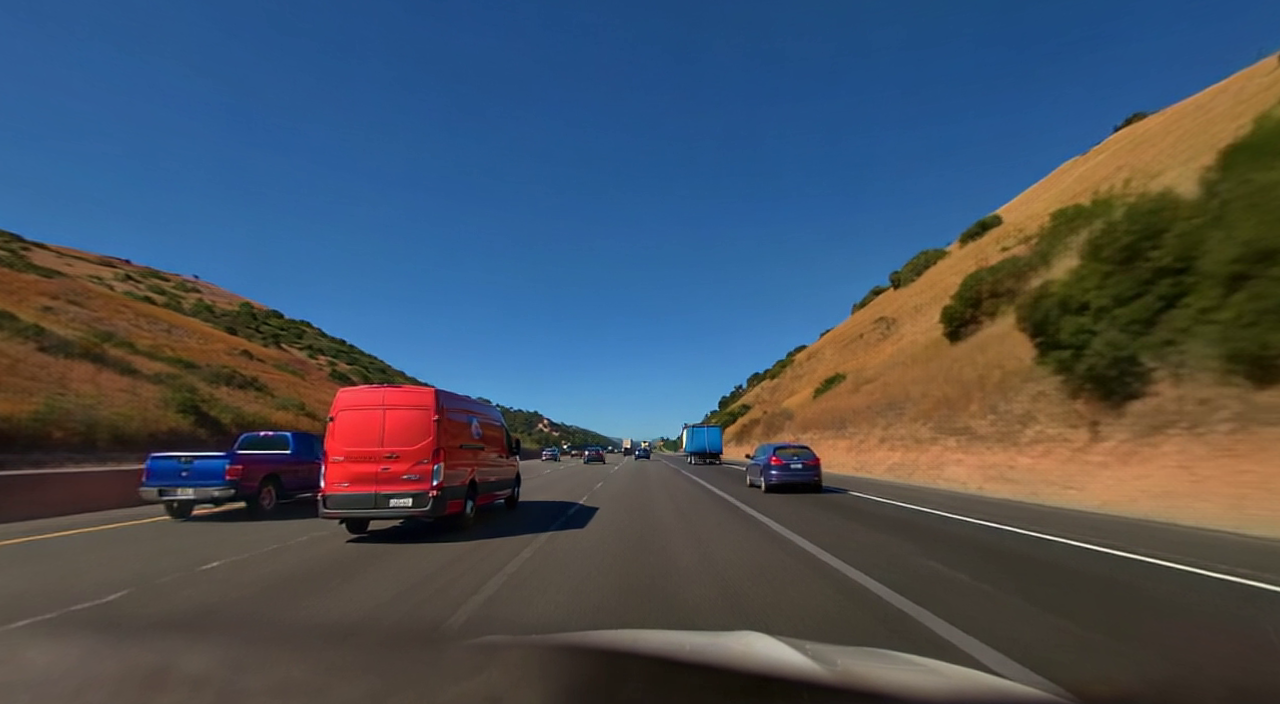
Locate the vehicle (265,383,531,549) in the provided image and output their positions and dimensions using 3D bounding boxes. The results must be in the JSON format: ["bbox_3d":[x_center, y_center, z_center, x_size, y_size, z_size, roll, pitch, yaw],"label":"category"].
[{"bbox_3d":[-3.739,1.960,11.359,2.421,2.203,5.775,0,-9,1],"label":"vehicle"}]

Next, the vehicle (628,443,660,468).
[{"bbox_3d":[0.242,6.755,41.346,2.014,1.543,3.804,0,-9,0],"label":"vehicle"}]

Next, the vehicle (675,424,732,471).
[{"bbox_3d":[3.974,6.280,41.322,2.877,2.730,7.831,0,-9,0],"label":"vehicle"}]

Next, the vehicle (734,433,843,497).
[{"bbox_3d":[4.043,3.167,17.943,2.051,1.598,4.145,0,-9,-1],"label":"vehicle"}]

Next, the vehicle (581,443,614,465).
[{"bbox_3d":[-3.168,7.726,47.697,2.138,1.581,4.340,0,-9,0],"label":"vehicle"}]

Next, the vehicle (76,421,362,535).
[{"bbox_3d":[-7.498,2.291,12.073,2.054,1.715,4.928,0,-9,0],"label":"vehicle"}]

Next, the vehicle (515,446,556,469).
[{"bbox_3d":[-7.105,7.205,43.243,2.021,1.500,4.512,0,-9,-1],"label":"vehicle"}]
